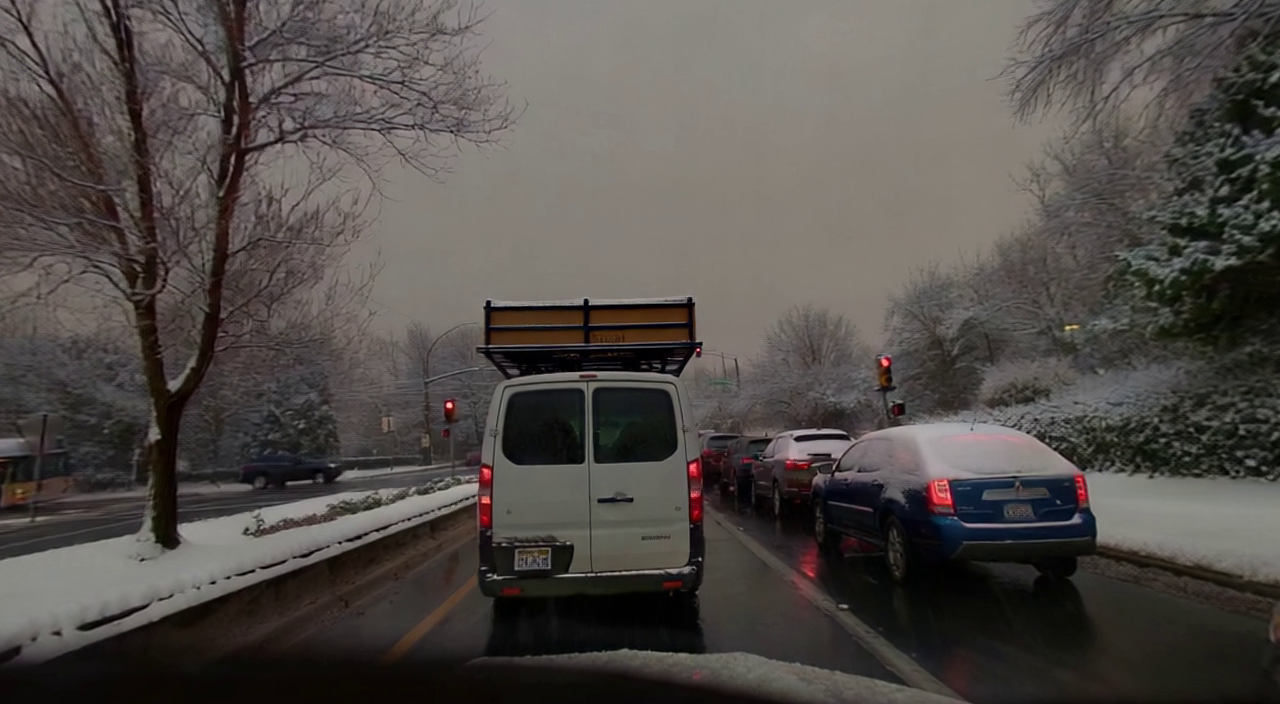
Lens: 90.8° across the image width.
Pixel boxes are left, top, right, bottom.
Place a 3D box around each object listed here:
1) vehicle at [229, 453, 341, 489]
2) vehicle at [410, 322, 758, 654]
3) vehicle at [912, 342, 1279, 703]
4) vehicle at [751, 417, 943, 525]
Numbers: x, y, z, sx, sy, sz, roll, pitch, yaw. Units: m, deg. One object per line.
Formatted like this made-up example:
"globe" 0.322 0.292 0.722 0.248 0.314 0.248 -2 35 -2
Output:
"vehicle" -17.413 5.843 31.234 4.501 1.613 1.852 3 -9 -20
"vehicle" -0.357 1.154 6.188 2.145 2.089 4.309 0 -9 0
"vehicle" 3.464 0.943 3.410 1.965 1.671 4.146 0 -9 -3
"vehicle" 3.687 2.213 12.262 2.024 1.692 4.252 1 -9 -4
